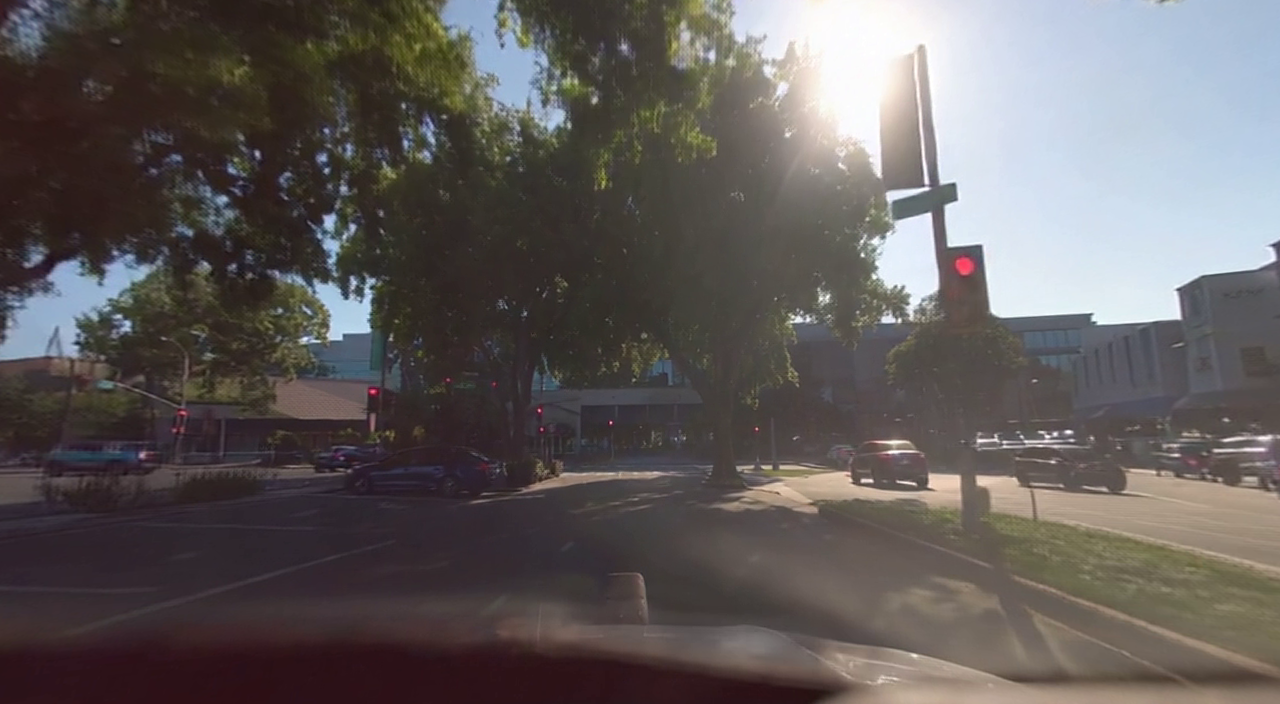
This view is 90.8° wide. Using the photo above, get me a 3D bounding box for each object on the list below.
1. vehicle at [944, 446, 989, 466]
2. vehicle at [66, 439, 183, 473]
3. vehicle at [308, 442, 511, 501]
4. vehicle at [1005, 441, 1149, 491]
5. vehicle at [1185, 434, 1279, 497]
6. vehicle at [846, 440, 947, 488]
[{"bbox_3d":[25.319,8.032,49.109,1.833,1.445,4.178,-1,-8,9],"label":"vehicle"},{"bbox_3d":[-29.182,5.875,35.865,4.906,1.784,1.913,7,-11,-41],"label":"vehicle"},{"bbox_3d":[-6.249,3.227,17.424,4.792,1.468,2.116,-2,-9,10],"label":"vehicle"},{"bbox_3d":[14.474,3.756,21.294,1.951,1.491,4.359,-1,-8,4],"label":"vehicle"},{"bbox_3d":[20.010,3.544,20.111,1.888,1.725,4.268,-4,-8,9],"label":"vehicle"},{"bbox_3d":[9.076,3.979,22.852,2.061,1.519,4.794,-1,-8,5],"label":"vehicle"}]
